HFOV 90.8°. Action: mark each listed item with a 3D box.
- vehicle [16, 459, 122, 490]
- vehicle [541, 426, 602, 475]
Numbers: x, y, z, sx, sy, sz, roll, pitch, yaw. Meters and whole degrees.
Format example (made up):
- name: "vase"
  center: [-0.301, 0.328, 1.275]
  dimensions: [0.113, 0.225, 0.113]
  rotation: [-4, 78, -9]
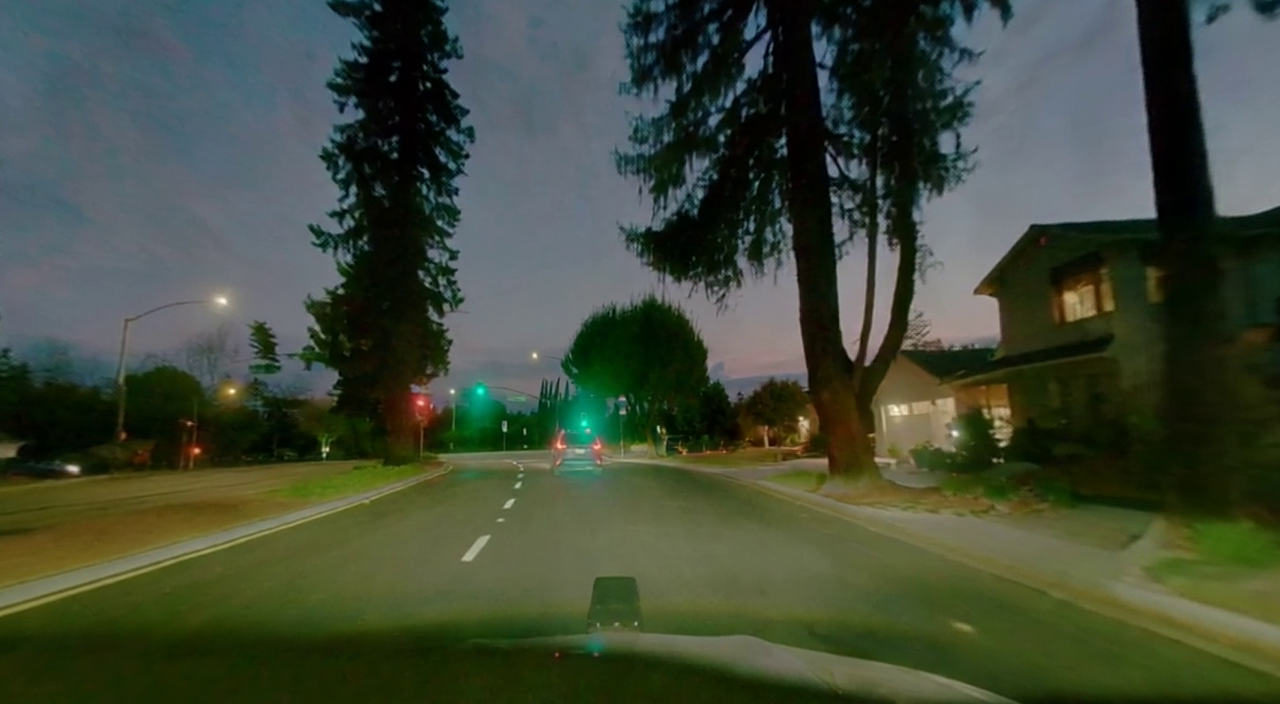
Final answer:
- name: "vehicle"
  center: [-34.561, 7.405, 38.377]
  dimensions: [4.271, 1.640, 2.033]
  rotation: [3, -9, -27]
- name: "vehicle"
  center: [-2.735, 3.807, 24.533]
  dimensions: [1.990, 1.707, 4.225]
  rotation: [1, -8, -11]
